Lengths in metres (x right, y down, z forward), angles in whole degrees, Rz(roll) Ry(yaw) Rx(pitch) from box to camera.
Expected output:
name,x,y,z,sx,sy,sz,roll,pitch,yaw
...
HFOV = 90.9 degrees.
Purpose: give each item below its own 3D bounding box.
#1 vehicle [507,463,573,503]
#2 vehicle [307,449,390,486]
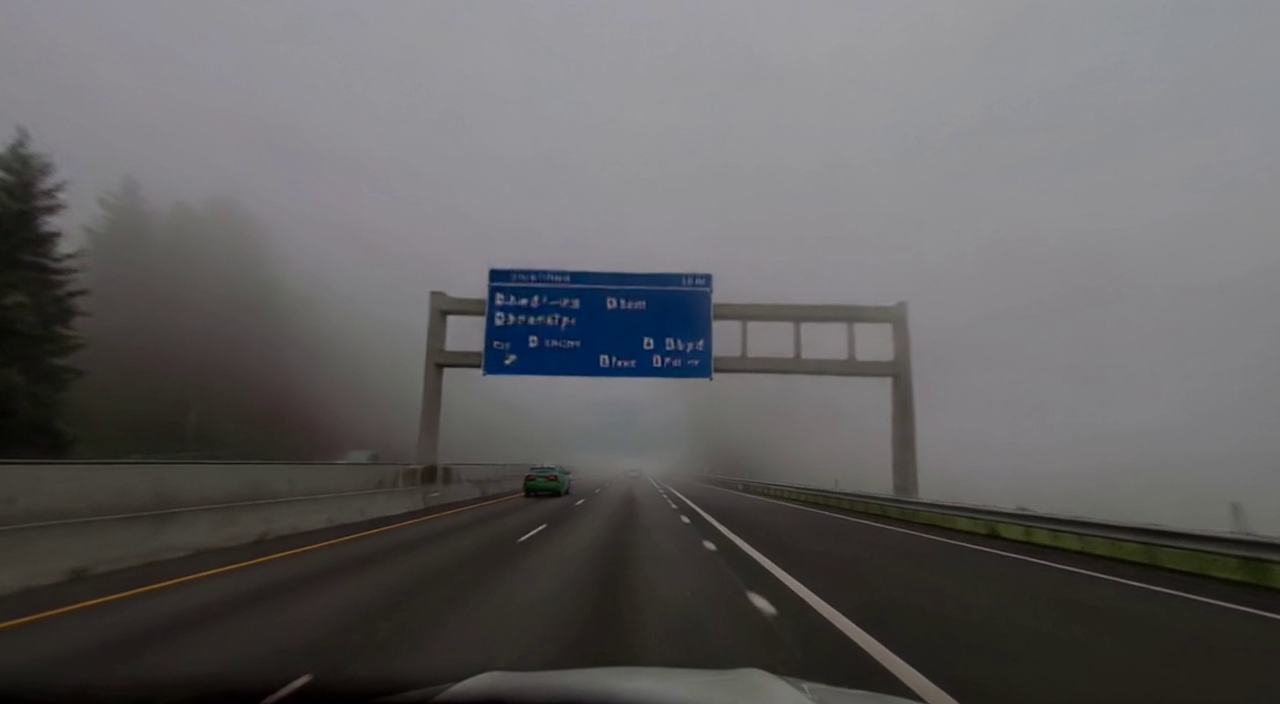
name,x,y,z,sx,sy,sz,roll,pitch,yaw
vehicle,-3.962,5.291,25.631,2.006,1.469,4.050,1,-11,0
vehicle,-13.485,5.415,29.474,1.850,1.575,4.224,1,-11,0
